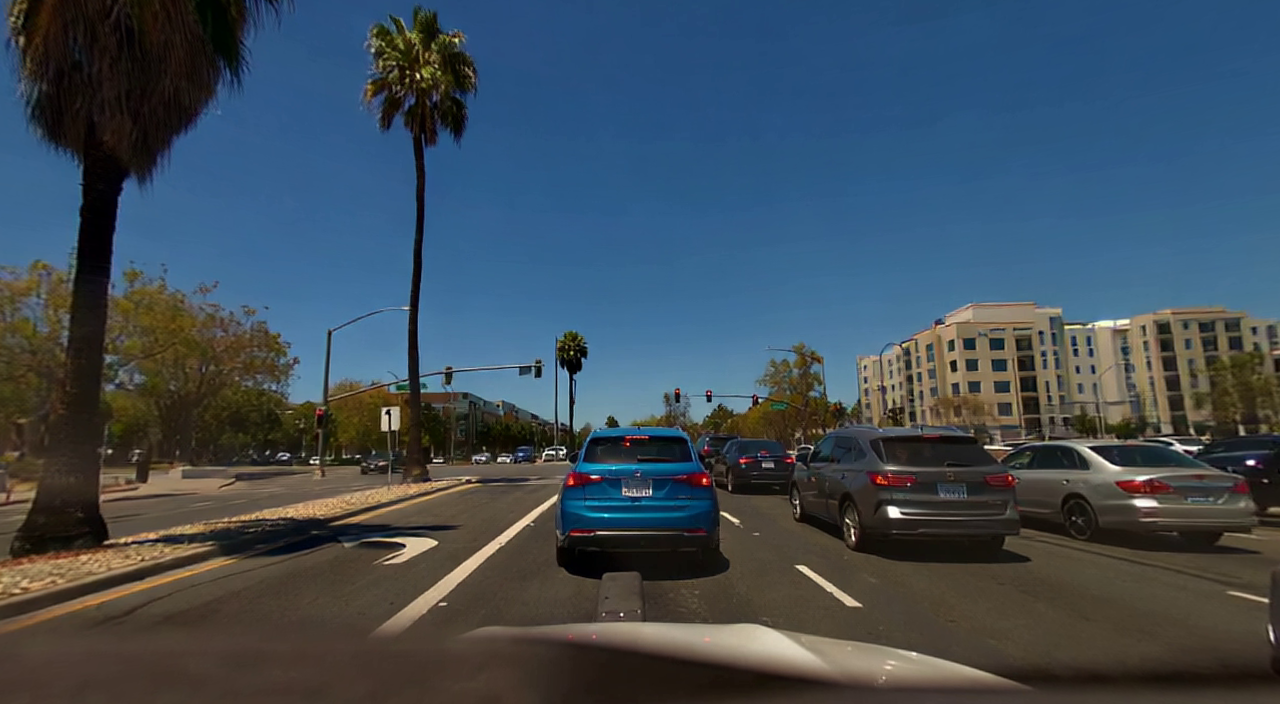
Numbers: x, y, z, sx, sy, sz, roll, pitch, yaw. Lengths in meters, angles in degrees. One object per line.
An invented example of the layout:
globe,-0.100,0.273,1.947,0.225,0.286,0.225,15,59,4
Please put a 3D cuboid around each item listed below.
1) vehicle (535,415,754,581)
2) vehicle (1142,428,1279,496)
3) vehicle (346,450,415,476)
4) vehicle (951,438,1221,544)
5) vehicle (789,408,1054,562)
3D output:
vehicle,0.023,1.709,8.116,2.083,1.572,4.021,0,-9,-1
vehicle,18.046,3.200,18.503,4.786,1.848,2.107,0,-9,-1
vehicle,-15.999,6.864,39.241,2.021,1.464,4.505,-1,-9,6
vehicle,7.365,2.290,11.058,1.832,1.477,3.981,0,-9,1
vehicle,3.667,1.815,9.251,1.947,1.725,4.159,0,-9,0
